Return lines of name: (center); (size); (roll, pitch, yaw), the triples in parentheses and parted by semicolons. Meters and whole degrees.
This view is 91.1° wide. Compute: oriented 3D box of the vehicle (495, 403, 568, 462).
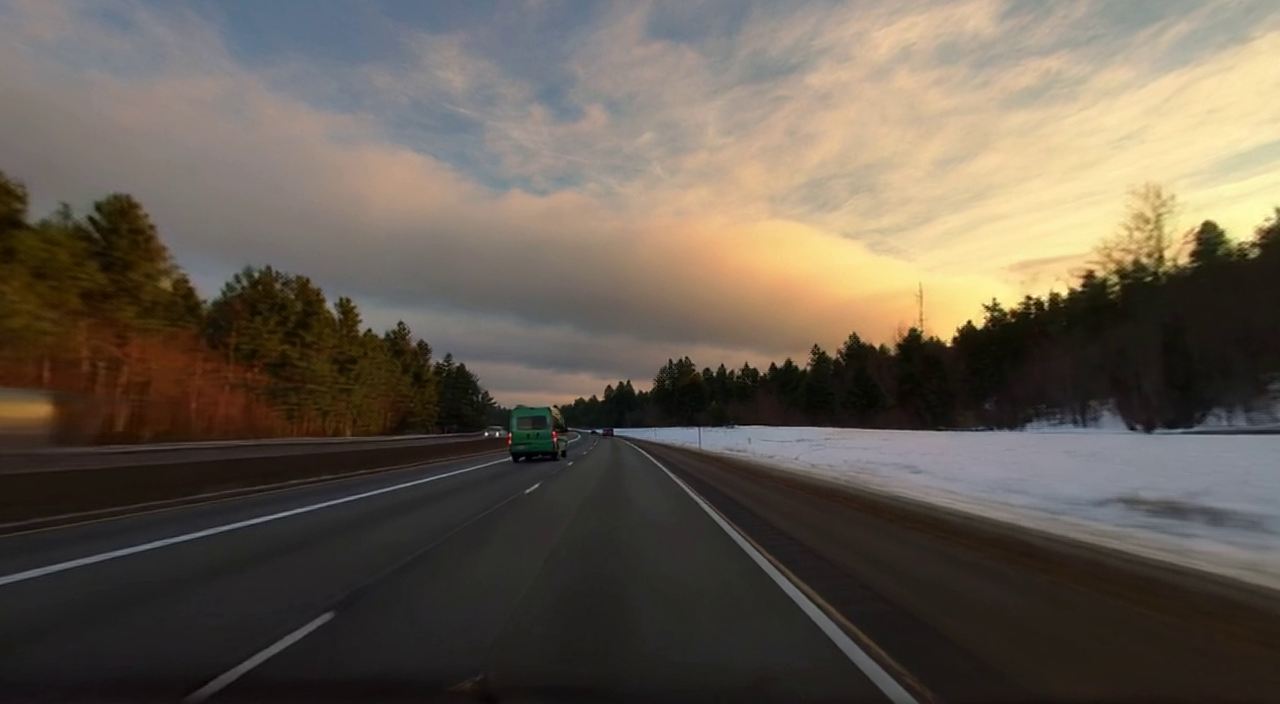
vehicle: (-4.935, 3.809, 29.559); (2.561, 2.509, 5.465); (0, -8, -1)

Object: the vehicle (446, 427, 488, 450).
vehicle: (-12.820, 6.431, 46.797); (1.907, 1.590, 4.292); (1, -7, -1)
